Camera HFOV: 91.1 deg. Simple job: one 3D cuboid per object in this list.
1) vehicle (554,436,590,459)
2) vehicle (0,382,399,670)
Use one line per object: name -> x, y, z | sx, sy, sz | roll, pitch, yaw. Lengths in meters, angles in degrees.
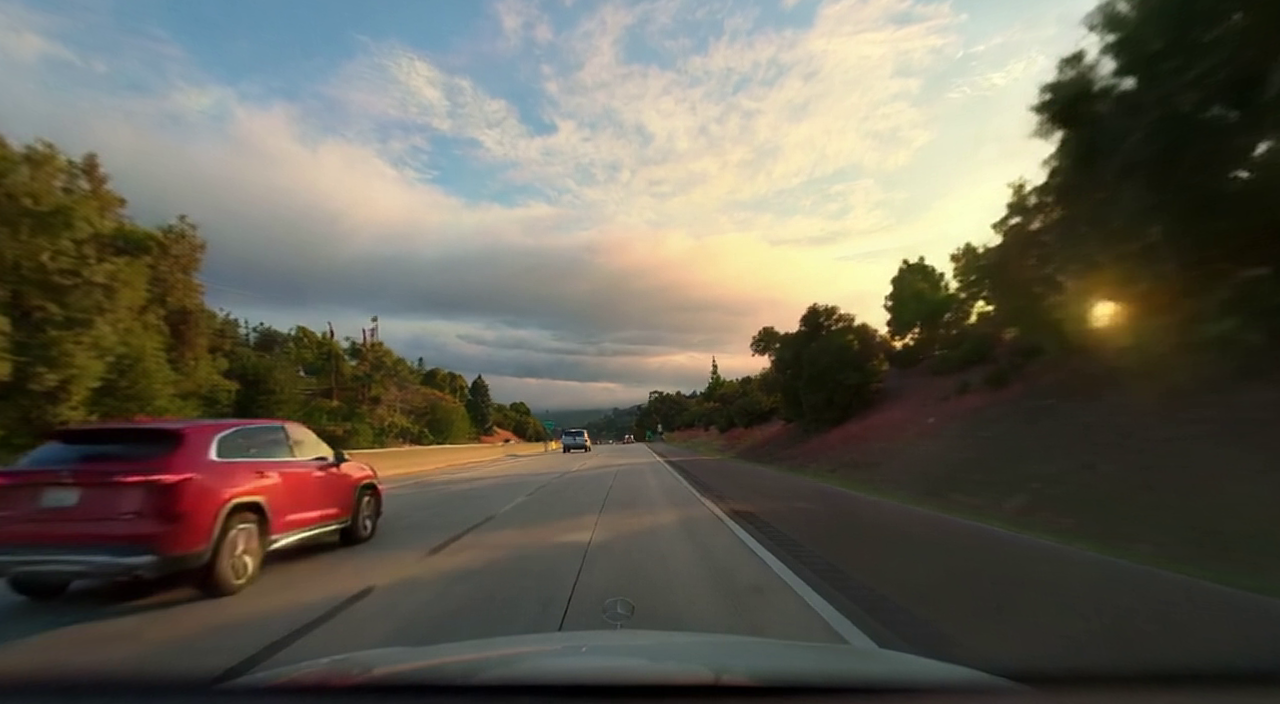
vehicle -> -4.672, 6.599, 43.794 | 2.063, 1.496, 4.225 | 0, -8, -1
vehicle -> -4.194, 1.303, 5.961 | 2.070, 1.647, 4.577 | 0, -8, -1
